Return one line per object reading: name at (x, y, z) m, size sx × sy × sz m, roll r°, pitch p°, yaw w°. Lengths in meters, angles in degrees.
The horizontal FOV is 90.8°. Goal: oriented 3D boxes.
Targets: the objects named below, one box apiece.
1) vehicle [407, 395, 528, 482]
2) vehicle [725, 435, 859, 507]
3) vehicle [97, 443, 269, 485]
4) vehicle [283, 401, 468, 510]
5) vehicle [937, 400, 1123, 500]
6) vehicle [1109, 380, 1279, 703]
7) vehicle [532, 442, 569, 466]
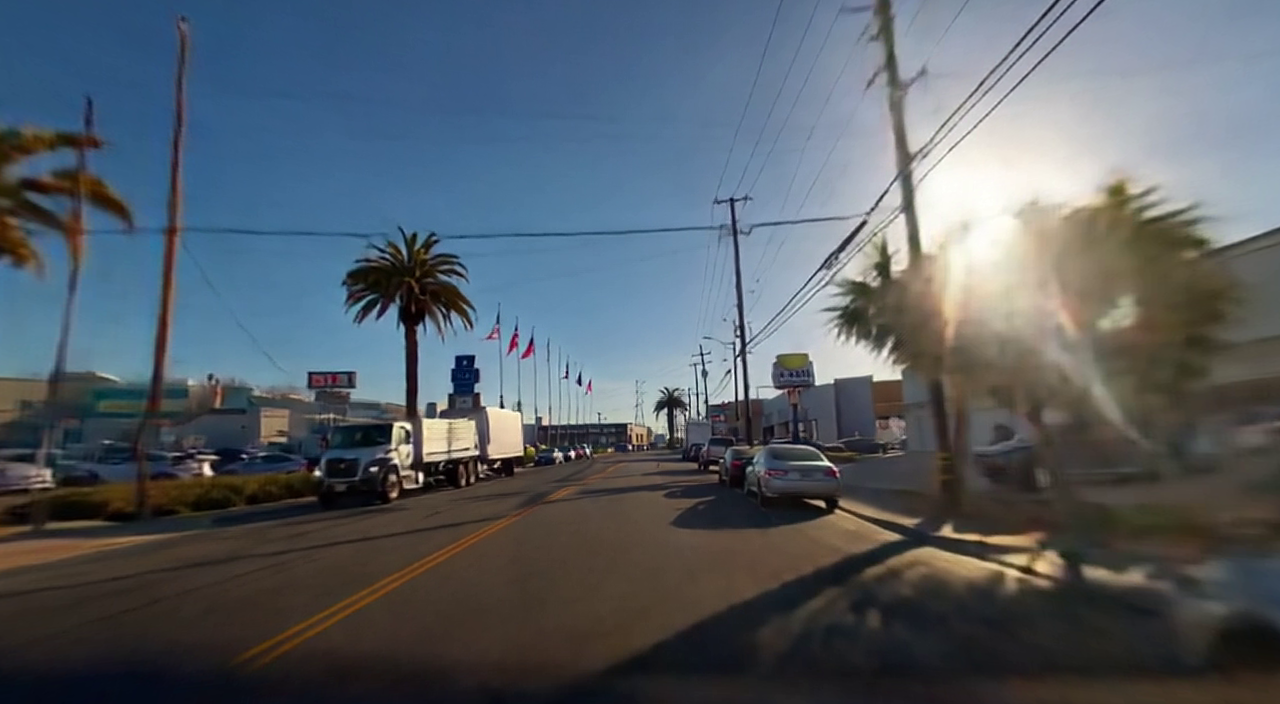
vehicle at (-7.592, 4.023, 29.147) m, size 2.941 × 3.418 × 7.738 m, roll -1°, pitch -9°, yaw 4°
vehicle at (3.620, 2.942, 16.151) m, size 2.246 × 1.533 × 4.971 m, roll 0°, pitch -9°, yaw 1°
vehicle at (-17.011, 4.174, 23.701) m, size 4.890 × 1.483 × 2.055 m, roll 0°, pitch -9°, yaw 1°
vehicle at (-8.013, 3.256, 20.441) m, size 2.845 × 2.738 × 7.208 m, roll -3°, pitch -8°, yaw 1°
vehicle at (9.056, 2.359, 15.455) m, size 2.325 × 1.877 × 5.987 m, roll -6°, pitch -9°, yaw 17°
vehicle at (3.504, 0.692, 0.865) m, size 2.111 × 1.611 × 4.576 m, roll 0°, pitch -9°, yaw -1°
vehicle at (-6.819, 7.792, 48.590) m, size 1.936 × 1.632 × 4.145 m, roll -3°, pitch -8°, yaw 3°
